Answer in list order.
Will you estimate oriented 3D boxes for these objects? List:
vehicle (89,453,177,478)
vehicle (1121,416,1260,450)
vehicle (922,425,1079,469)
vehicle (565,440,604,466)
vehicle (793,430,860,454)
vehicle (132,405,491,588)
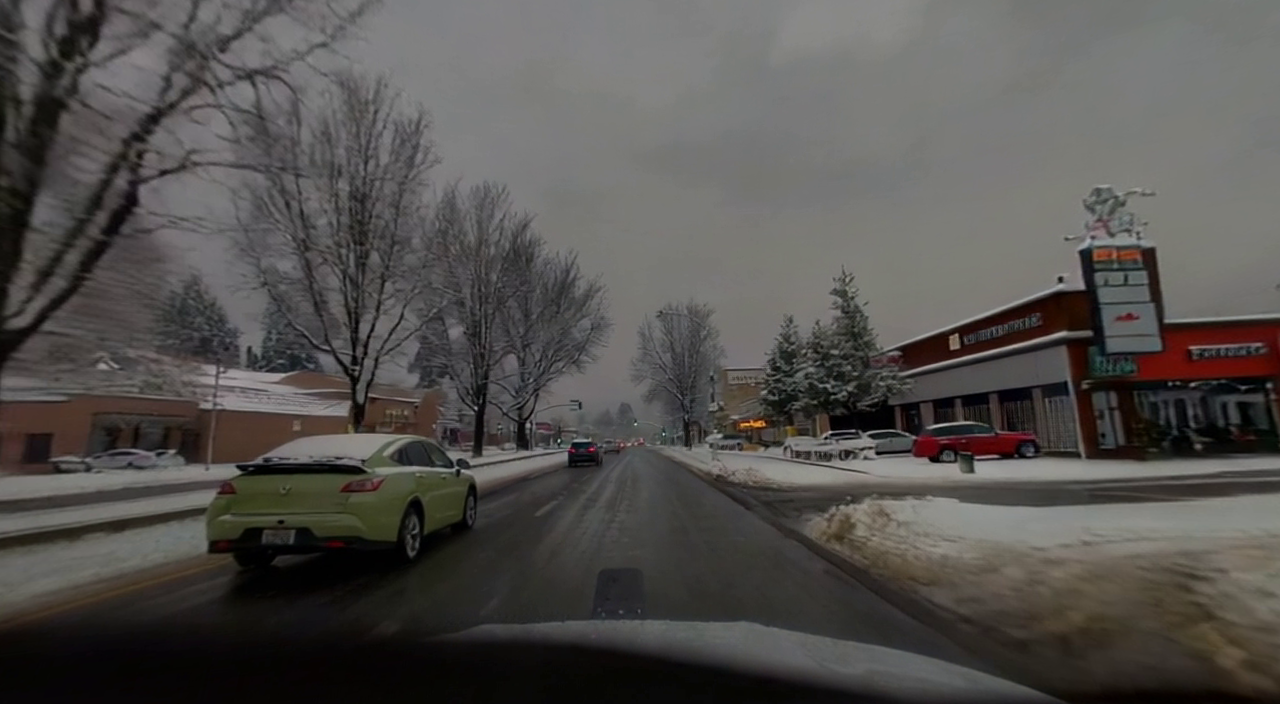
[{"bbox_3d":[-34.154,7.650,42.761,1.921,1.506,5.032,0,-9,-2],"label":"vehicle"},{"bbox_3d":[26.369,3.921,30.366,4.882,1.568,1.963,0,-9,-3],"label":"vehicle"},{"bbox_3d":[13.511,3.612,23.898,4.697,1.518,1.990,-1,-9,-1],"label":"vehicle"},{"bbox_3d":[-3.262,6.045,37.964,1.955,1.461,4.396,0,-9,0],"label":"vehicle"},{"bbox_3d":[13.468,6.554,45.806,4.165,1.650,1.946,0,-9,-2],"label":"vehicle"},{"bbox_3d":[-3.550,1.672,8.127,2.126,1.655,4.560,0,-9,0],"label":"vehicle"}]
